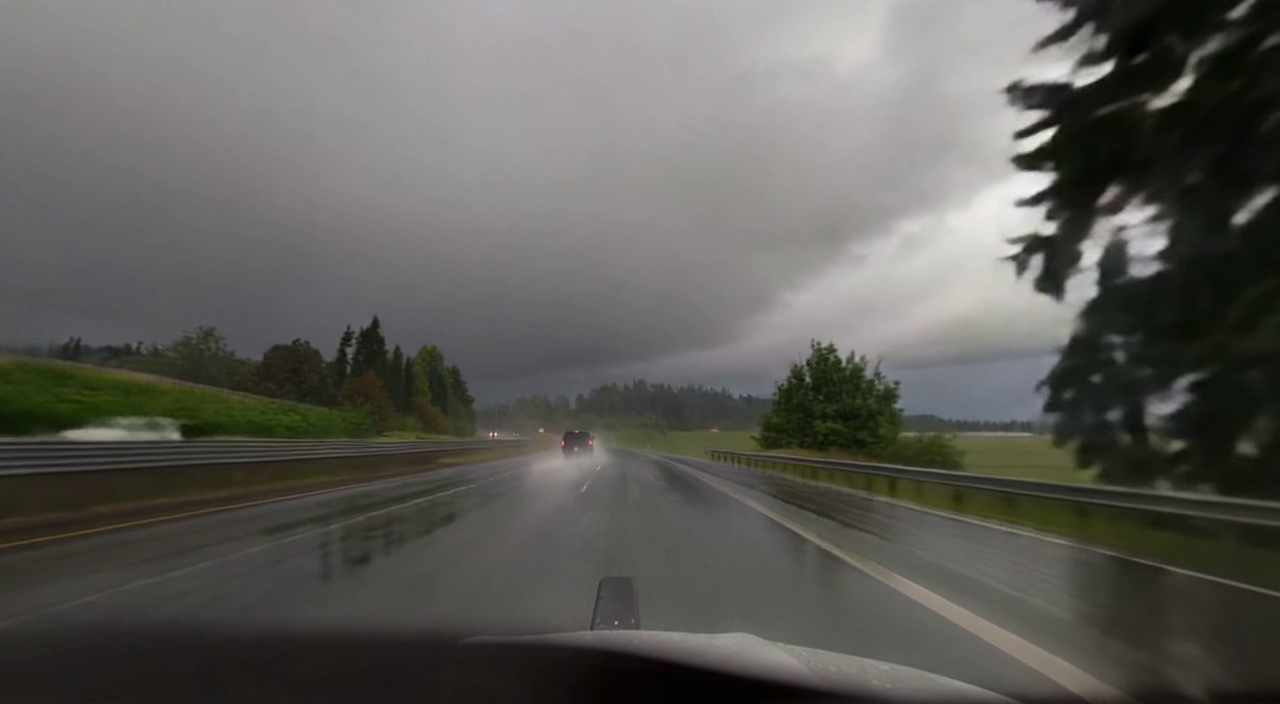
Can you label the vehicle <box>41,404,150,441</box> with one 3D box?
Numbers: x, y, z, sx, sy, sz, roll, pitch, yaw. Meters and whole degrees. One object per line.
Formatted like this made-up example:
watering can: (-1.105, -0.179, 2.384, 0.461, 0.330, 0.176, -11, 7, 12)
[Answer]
vehicle: (-23.949, 3.175, 27.856, 1.751, 1.416, 3.650, -3, -8, -4)
